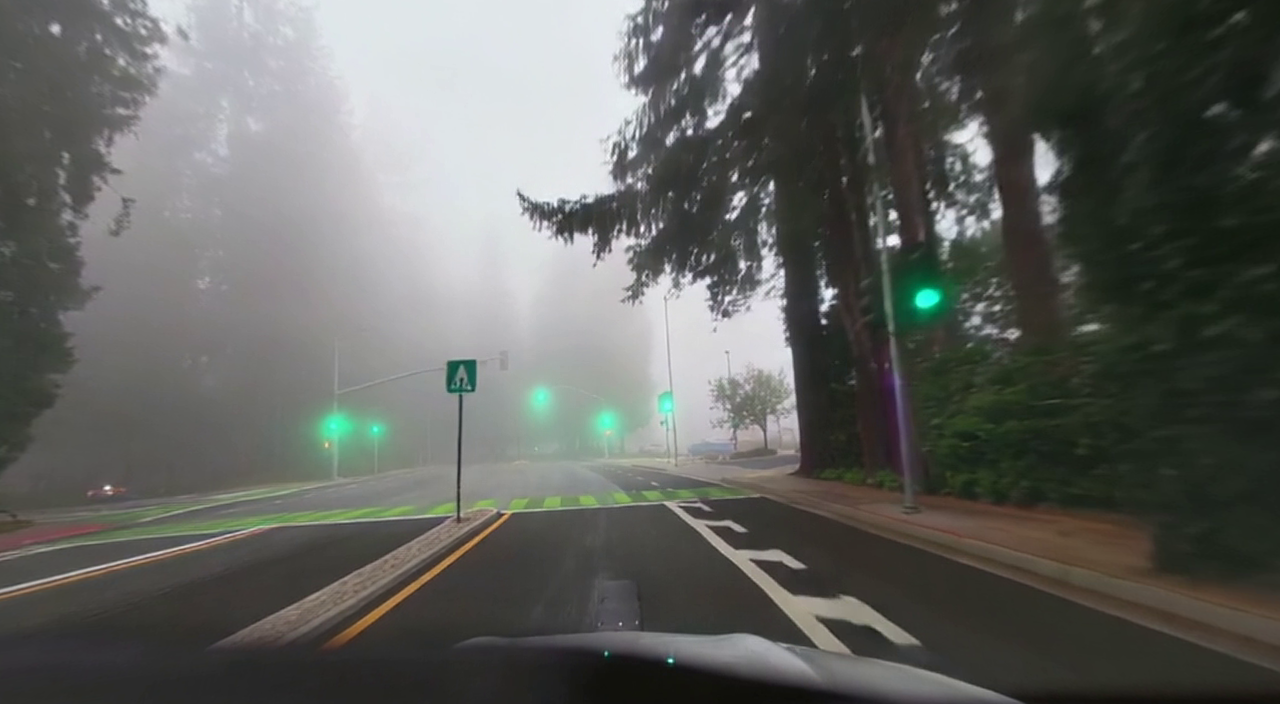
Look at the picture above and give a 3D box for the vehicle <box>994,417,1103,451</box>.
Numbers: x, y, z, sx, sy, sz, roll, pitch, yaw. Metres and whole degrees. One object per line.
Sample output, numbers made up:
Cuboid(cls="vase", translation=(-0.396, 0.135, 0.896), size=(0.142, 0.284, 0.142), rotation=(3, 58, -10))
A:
Cuboid(cls="vehicle", translation=(19.252, 3.904, 30.012), size=(1.908, 1.467, 4.117), rotation=(3, -8, -12))
